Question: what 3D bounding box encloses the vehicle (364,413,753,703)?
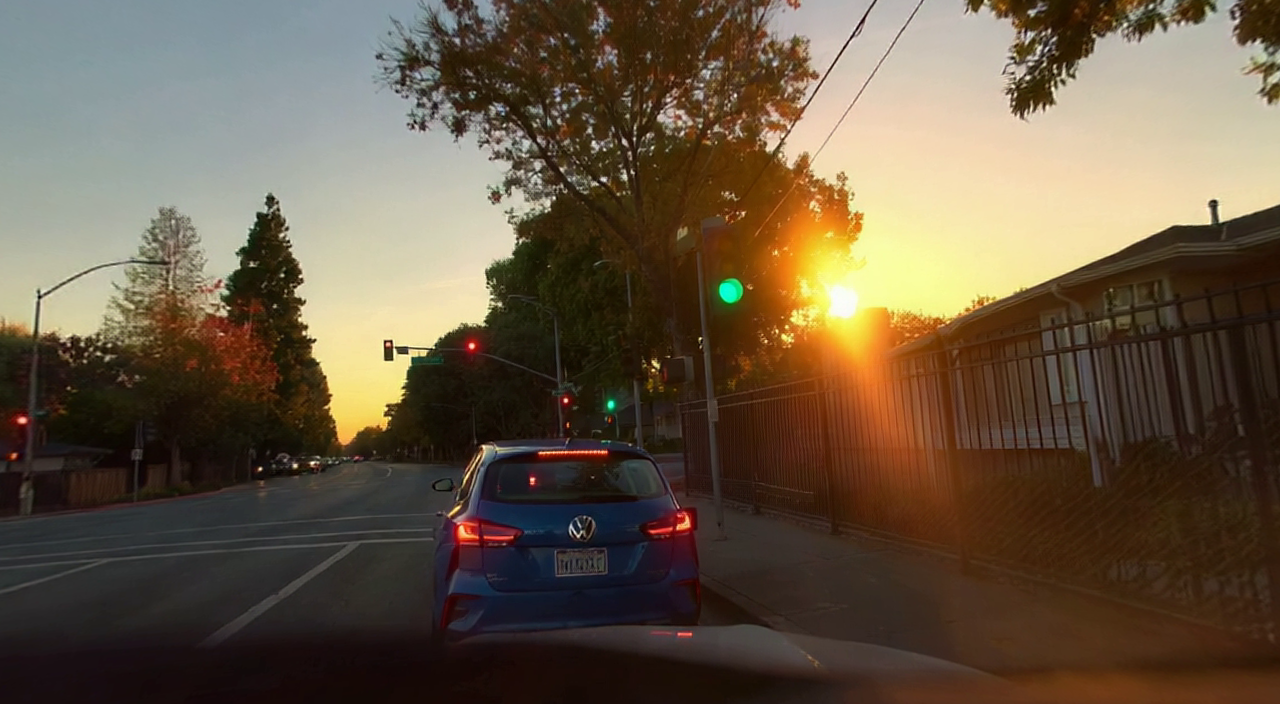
[{"bbox_3d":[-0.670,1.359,5.223,2.024,1.502,3.702,1,-9,-9],"label":"vehicle"}]
